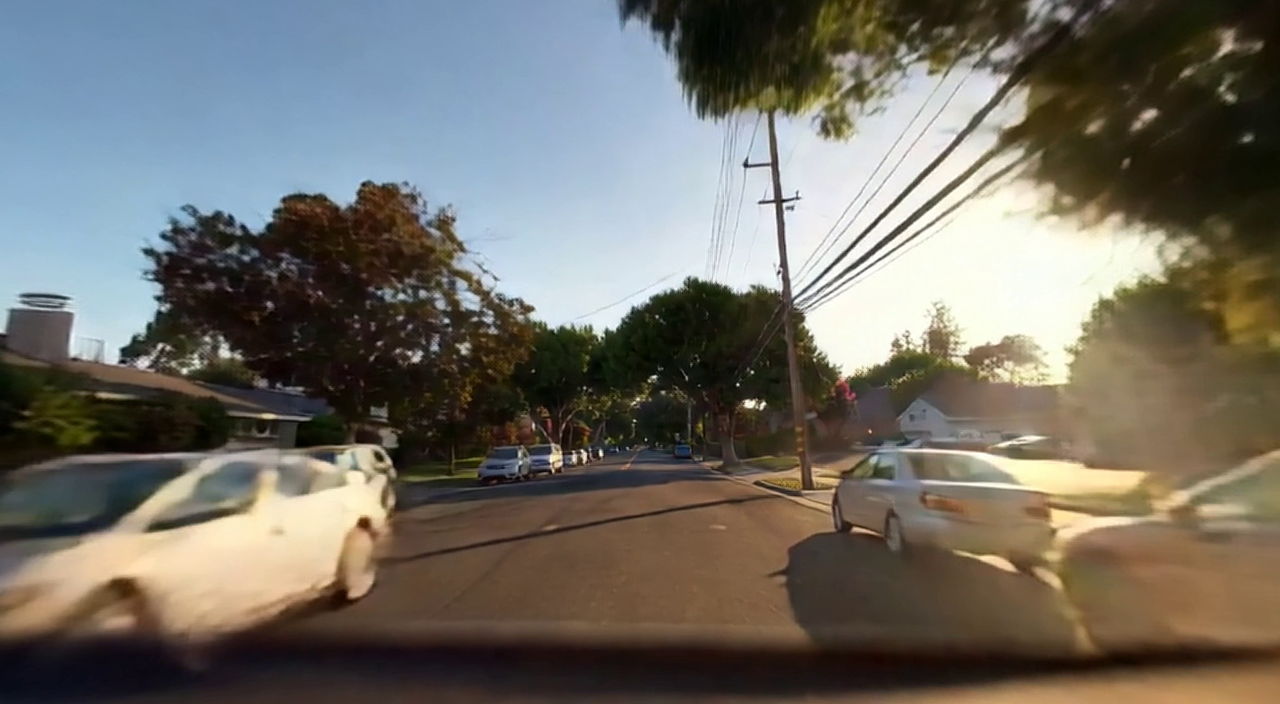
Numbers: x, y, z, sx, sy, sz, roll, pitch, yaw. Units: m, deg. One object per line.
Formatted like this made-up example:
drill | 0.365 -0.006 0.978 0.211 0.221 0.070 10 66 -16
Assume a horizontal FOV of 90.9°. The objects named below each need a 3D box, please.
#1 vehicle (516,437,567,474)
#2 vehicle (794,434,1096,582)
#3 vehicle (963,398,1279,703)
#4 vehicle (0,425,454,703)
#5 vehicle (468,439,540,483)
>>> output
vehicle | -5.872 6.209 38.245 2.144 1.955 6.159 0 -7 0
vehicle | 3.661 1.915 8.772 1.909 1.462 4.740 0 -8 1
vehicle | 3.342 0.912 2.258 2.014 1.482 4.599 0 -8 1
vehicle | -3.356 1.385 5.116 2.079 1.441 4.541 -1 -8 3
vehicle | -6.102 4.931 29.000 2.120 1.799 5.370 -1 -8 0
